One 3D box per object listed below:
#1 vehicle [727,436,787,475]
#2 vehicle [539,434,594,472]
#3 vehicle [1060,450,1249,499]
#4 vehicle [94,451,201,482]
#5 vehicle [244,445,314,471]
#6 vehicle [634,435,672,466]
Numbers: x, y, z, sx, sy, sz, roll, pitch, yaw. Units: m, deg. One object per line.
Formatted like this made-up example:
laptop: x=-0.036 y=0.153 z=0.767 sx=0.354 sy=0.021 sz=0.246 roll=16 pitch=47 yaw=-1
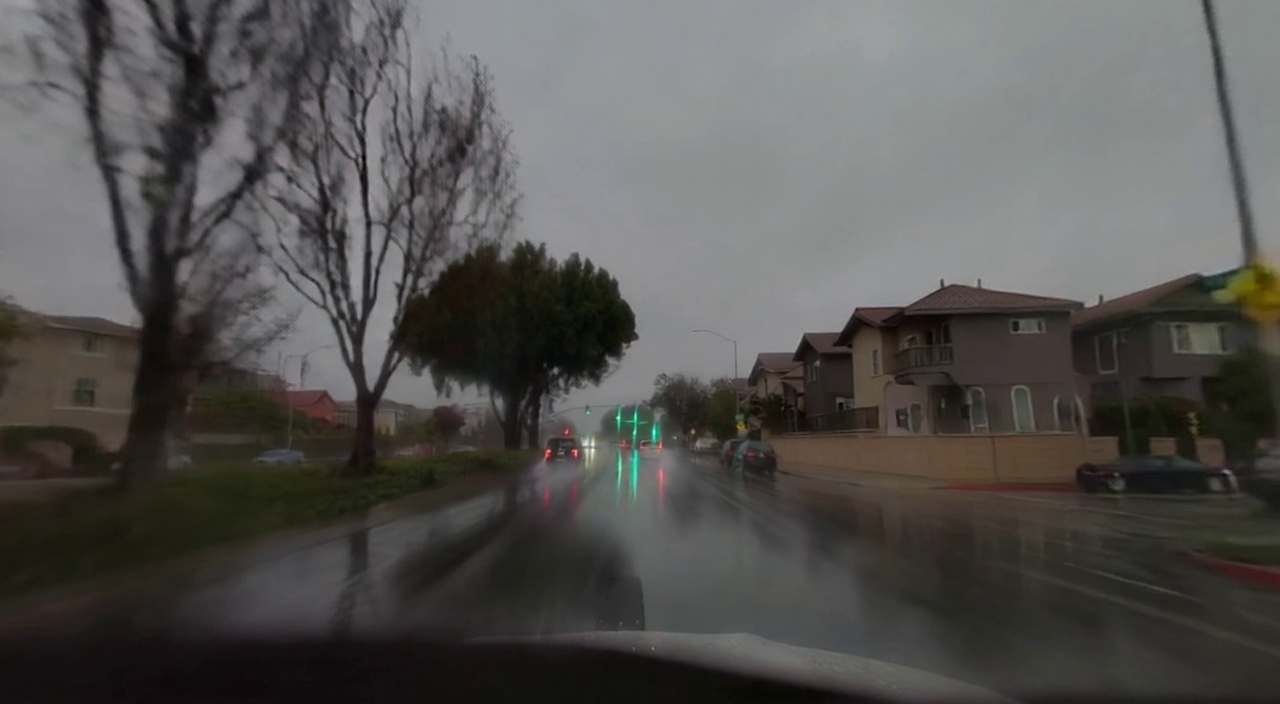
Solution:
vehicle: x=5.891 y=5.272 z=32.433 sx=2.154 sy=1.824 sz=4.782 roll=0 pitch=-9 yaw=0
vehicle: x=-3.618 y=5.104 z=32.000 sx=2.233 sy=1.775 sz=4.491 roll=0 pitch=-9 yaw=0
vehicle: x=16.511 y=3.919 z=20.454 sx=4.459 sy=1.455 sz=1.901 roll=0 pitch=-9 yaw=-1
vehicle: x=-25.568 y=5.905 z=33.020 sx=1.839 sy=1.463 sz=4.705 roll=0 pitch=-9 yaw=-1
vehicle: x=-25.700 y=7.554 z=45.214 sx=2.018 sy=1.721 sz=4.735 roll=0 pitch=-9 yaw=2
vehicle: x=0.766 y=6.316 z=40.614 sx=2.273 sy=1.851 sz=5.075 roll=0 pitch=-9 yaw=-1
